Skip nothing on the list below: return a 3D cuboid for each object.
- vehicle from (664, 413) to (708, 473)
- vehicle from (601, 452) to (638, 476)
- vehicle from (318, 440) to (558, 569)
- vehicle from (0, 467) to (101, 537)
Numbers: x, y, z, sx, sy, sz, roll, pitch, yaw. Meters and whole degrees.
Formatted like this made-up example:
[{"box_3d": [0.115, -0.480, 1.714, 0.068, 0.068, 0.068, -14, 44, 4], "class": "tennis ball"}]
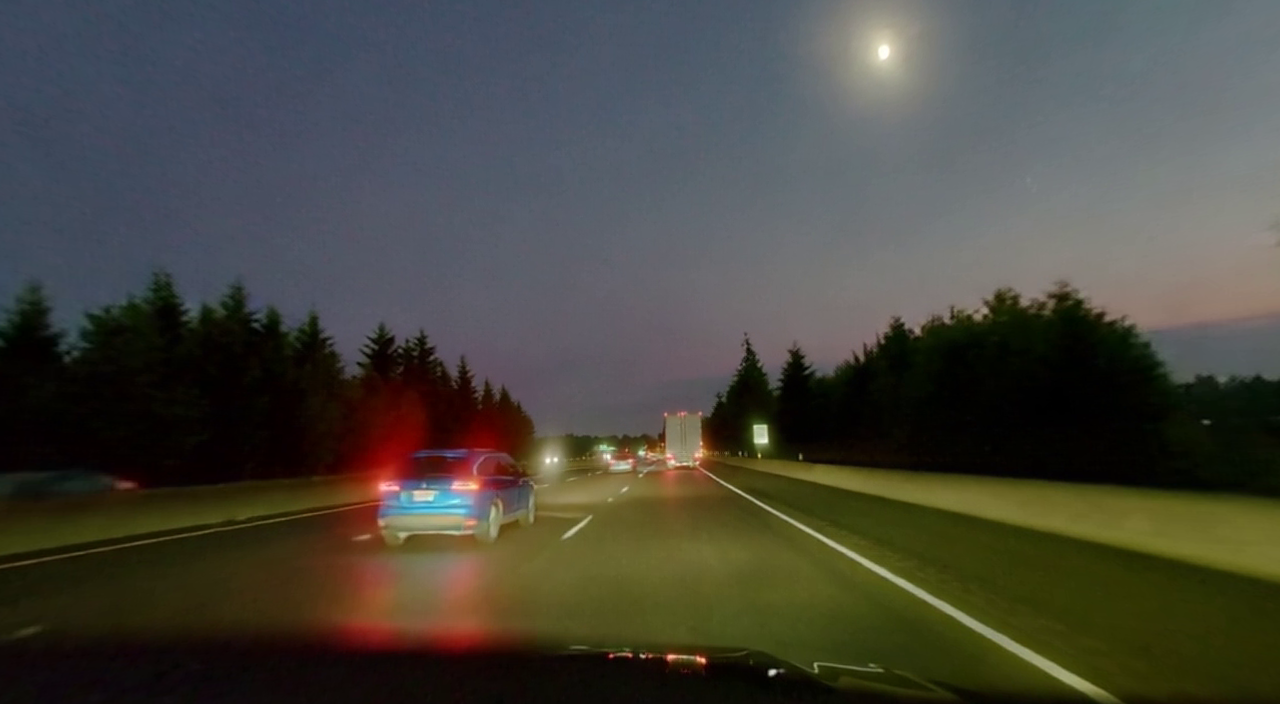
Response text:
[{"box_3d": [3.442, 7.306, 49.965, 2.960, 4.018, 13.834, -1, -9, 2], "class": "vehicle"}, {"box_3d": [-1.261, 7.196, 40.773, 2.045, 1.430, 3.951, -1, -9, 4], "class": "vehicle"}, {"box_3d": [-2.755, 2.214, 9.976, 2.039, 1.532, 4.610, -1, -9, 3], "class": "vehicle"}, {"box_3d": [-14.524, 3.257, 13.605, 1.844, 1.424, 4.319, -1, -9, 2], "class": "vehicle"}]
